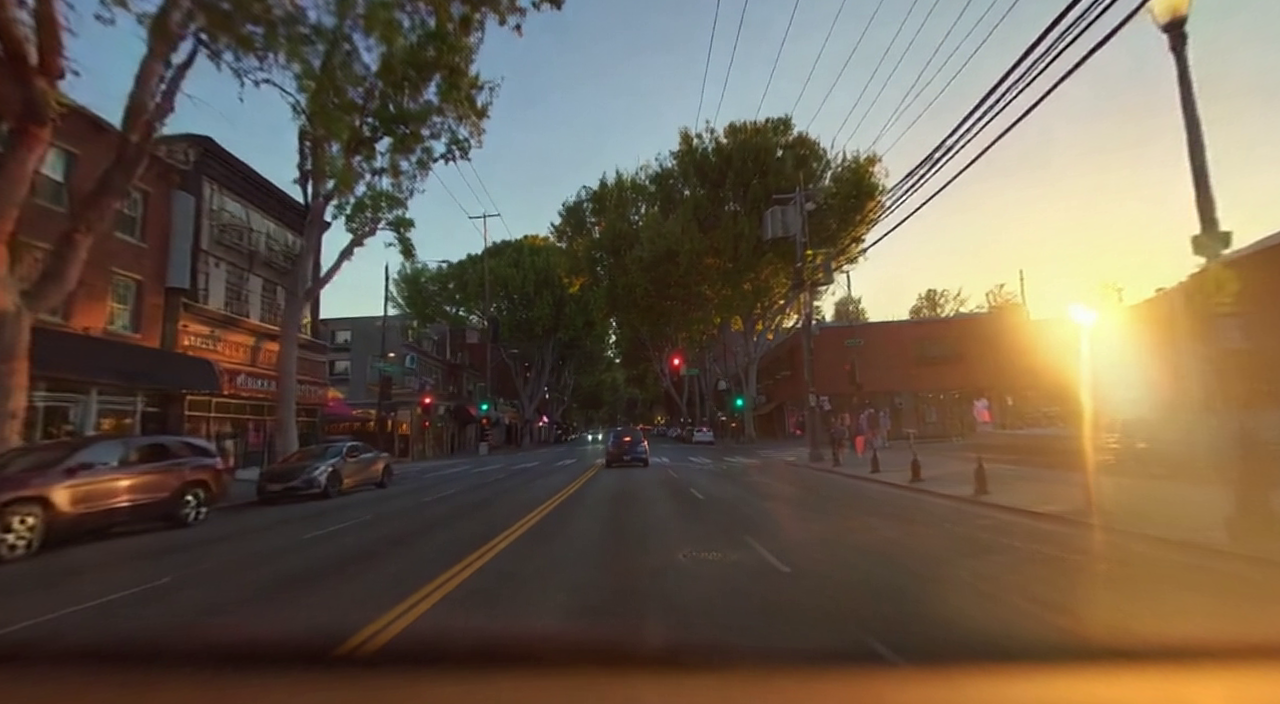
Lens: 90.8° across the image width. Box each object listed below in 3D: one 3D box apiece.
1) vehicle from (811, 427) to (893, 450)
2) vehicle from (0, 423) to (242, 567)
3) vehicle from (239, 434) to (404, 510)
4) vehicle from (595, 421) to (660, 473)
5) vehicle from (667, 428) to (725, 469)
[{"bbox_3d":[14.033,5.761,41.999,4.713,1.493,1.875,0,-8,-4],"label":"vehicle"},{"bbox_3d":[-9.665,2.285,10.954,1.980,1.931,5.487,0,-8,-1],"label":"vehicle"},{"bbox_3d":[-9.683,3.670,20.024,2.048,1.985,6.011,0,-8,0],"label":"vehicle"},{"bbox_3d":[-0.497,3.742,25.101,2.301,1.854,4.919,0,-8,-1],"label":"vehicle"},{"bbox_3d":[2.325,4.128,27.197,1.998,1.580,4.015,0,-8,-2],"label":"vehicle"}]
